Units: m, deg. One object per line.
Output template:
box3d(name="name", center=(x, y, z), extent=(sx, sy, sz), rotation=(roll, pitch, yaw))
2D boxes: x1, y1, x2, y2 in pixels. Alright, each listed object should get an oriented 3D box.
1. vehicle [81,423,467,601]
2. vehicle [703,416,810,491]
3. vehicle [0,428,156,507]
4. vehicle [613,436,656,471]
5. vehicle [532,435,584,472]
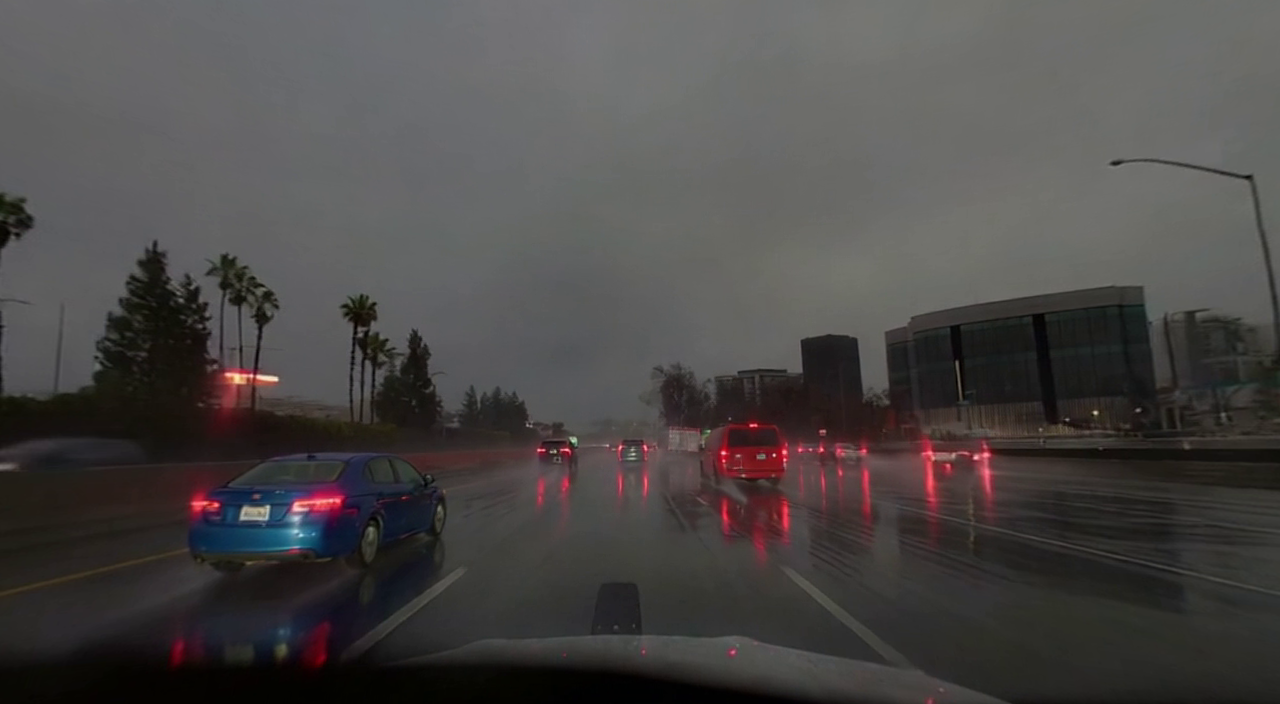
box3d(name="vehicle", center=(-3.670, 1.671, 7.533), extent=(1.991, 1.469, 4.381), rotation=(0, -9, -1))
box3d(name="vehicle", center=(3.548, 3.286, 20.629), extent=(2.250, 2.074, 5.723), rotation=(0, -9, -2))
box3d(name="vehicle", center=(-17.412, 3.308, 18.516), extent=(2.414, 1.959, 5.101), rotation=(0, -9, -2))
box3d(name="vehicle", center=(-0.290, 5.539, 34.677), extent=(2.212, 1.786, 4.198), rotation=(0, -9, -1))
box3d(name="vehicle", center=(-4.257, 5.394, 33.653), extent=(2.109, 1.793, 4.613), rotation=(0, -9, 0))
